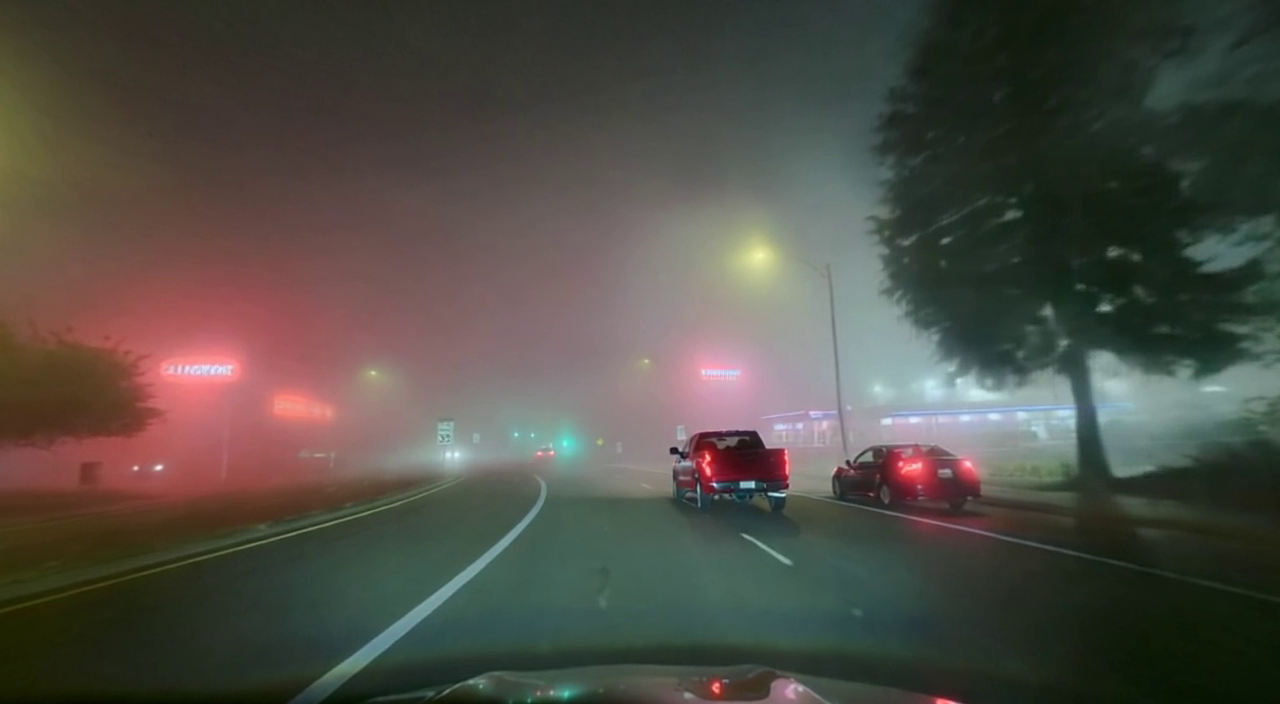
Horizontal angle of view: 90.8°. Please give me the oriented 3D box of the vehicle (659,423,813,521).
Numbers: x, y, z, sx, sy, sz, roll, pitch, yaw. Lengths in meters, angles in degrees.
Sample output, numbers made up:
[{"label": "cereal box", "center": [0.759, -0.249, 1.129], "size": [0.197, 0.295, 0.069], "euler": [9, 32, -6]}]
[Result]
[{"label": "vehicle", "center": [1.814, 2.529, 13.933], "size": [2.214, 1.749, 4.998], "euler": [1, -9, -5]}]

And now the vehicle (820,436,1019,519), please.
[{"label": "vehicle", "center": [5.670, 2.577, 13.561], "size": [1.986, 1.480, 4.296], "euler": [1, -9, -5]}]

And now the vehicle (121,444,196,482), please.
[{"label": "vehicle", "center": [-36.295, 8.316, 47.872], "size": [2.217, 2.629, 5.839], "euler": [2, -9, -14]}]
